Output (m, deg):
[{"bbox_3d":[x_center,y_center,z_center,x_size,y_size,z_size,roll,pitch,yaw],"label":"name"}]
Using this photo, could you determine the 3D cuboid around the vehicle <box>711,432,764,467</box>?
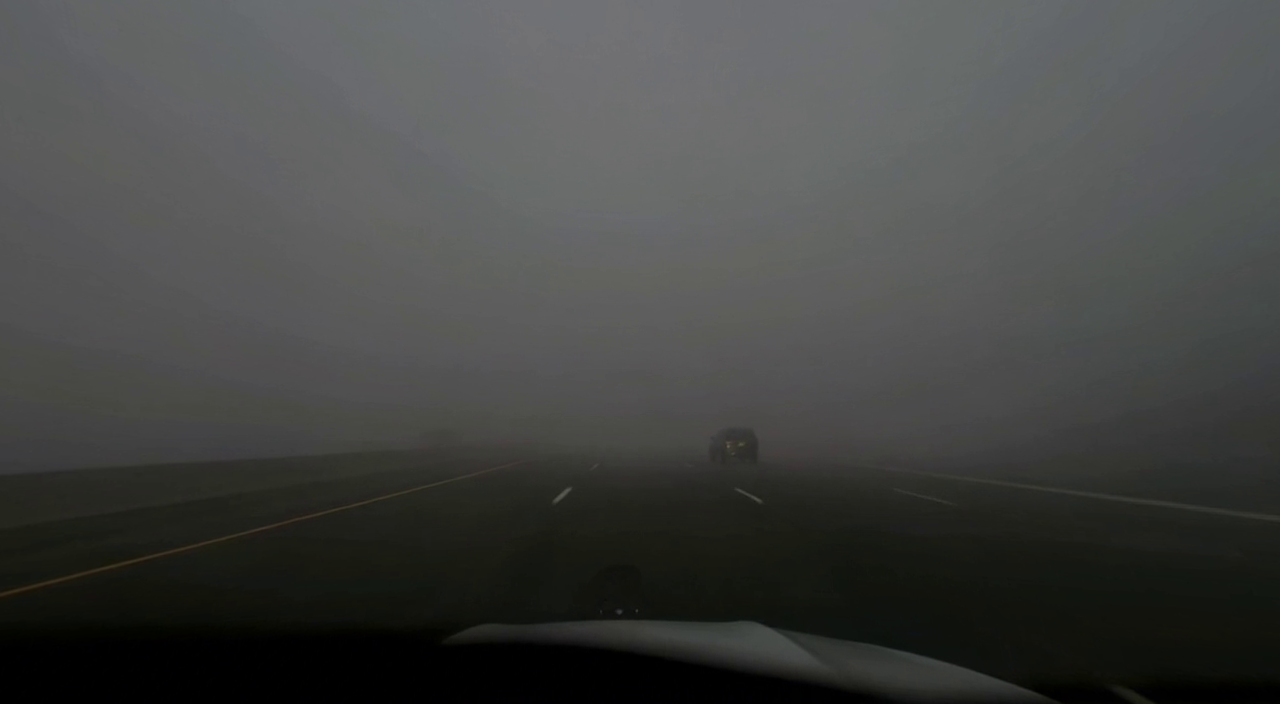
[{"bbox_3d":[4.543,4.572,29.717,1.802,1.492,3.804,0,-8,-1],"label":"vehicle"}]
